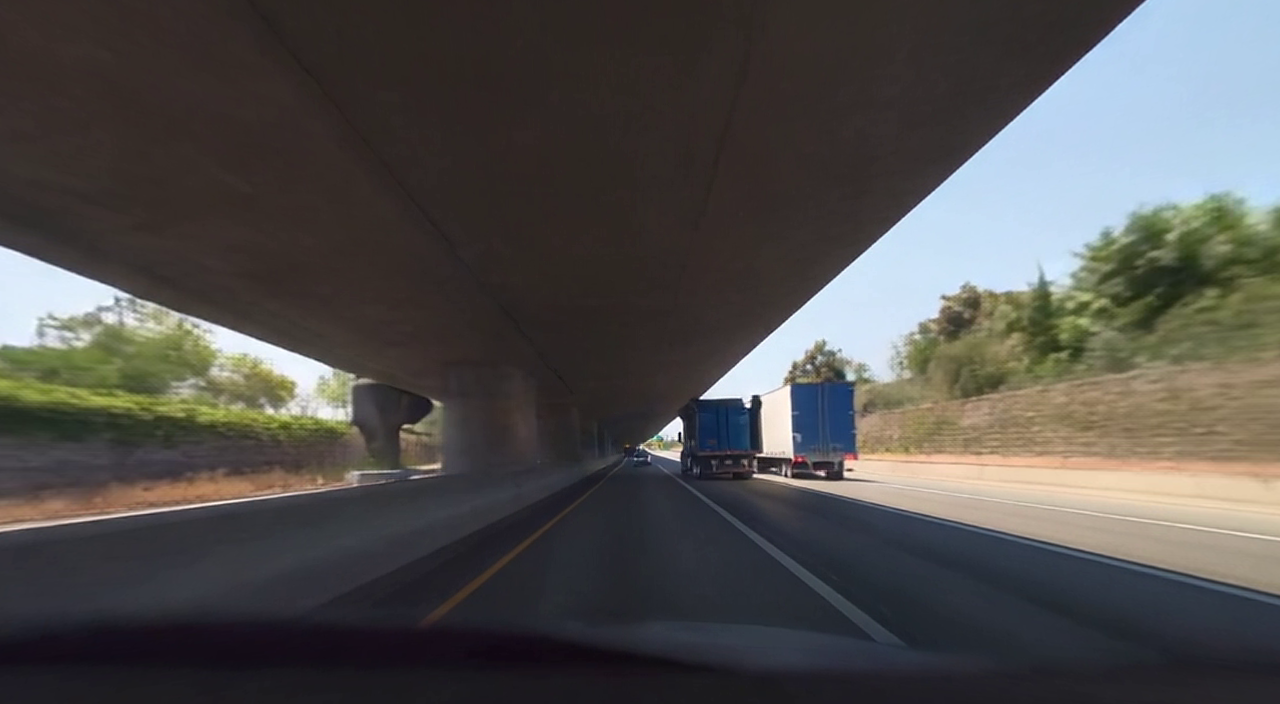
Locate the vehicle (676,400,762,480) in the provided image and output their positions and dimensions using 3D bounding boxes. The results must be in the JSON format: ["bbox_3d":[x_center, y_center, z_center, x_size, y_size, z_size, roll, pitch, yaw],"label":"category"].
[{"bbox_3d":[3.535,4.293,30.264,2.859,3.332,7.735,0,-9,-2],"label":"vehicle"}]

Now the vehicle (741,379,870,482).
[{"bbox_3d":[7.916,4.195,32.507,3.268,4.172,12.771,-1,-8,1],"label":"vehicle"}]

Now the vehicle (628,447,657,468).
[{"bbox_3d":[0.174,8.025,47.658,2.083,1.473,3.923,0,-9,0],"label":"vehicle"}]
